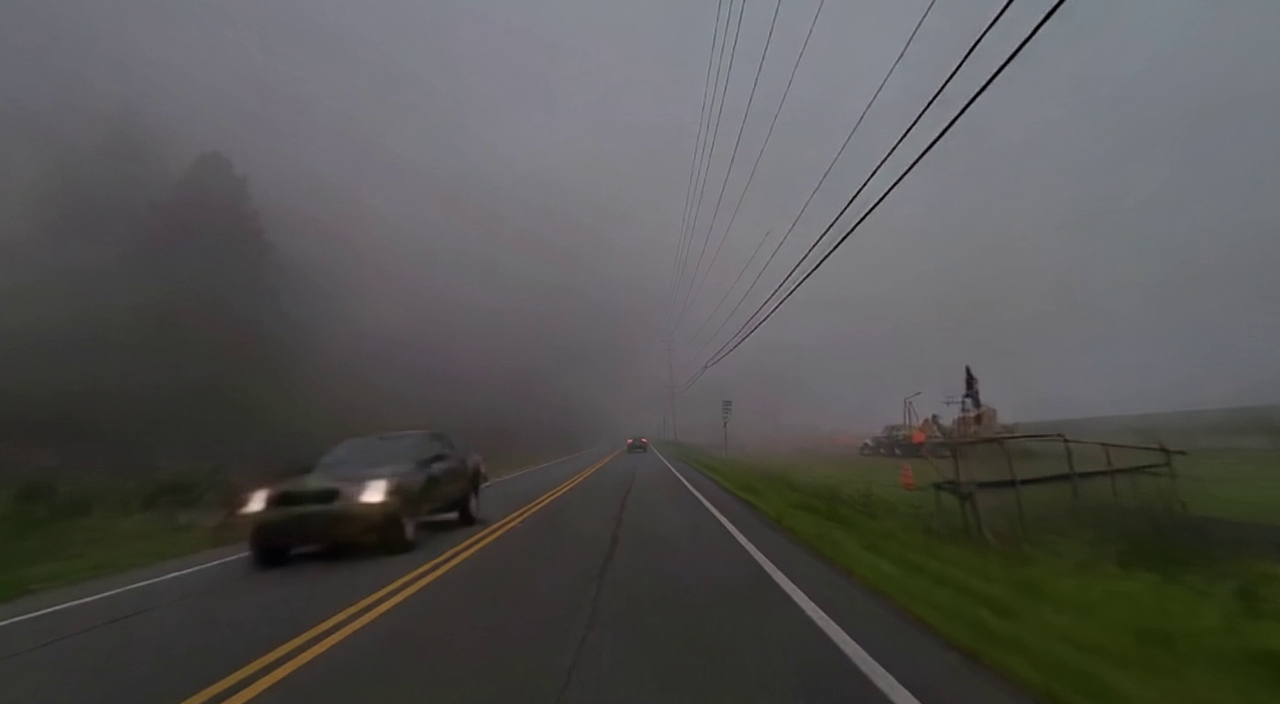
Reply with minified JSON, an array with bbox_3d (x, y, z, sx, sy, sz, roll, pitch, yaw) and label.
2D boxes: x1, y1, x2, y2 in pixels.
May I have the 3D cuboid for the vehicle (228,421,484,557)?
[{"bbox_3d":[-3.940,1.963,9.722,2.020,1.631,4.054,0,-9,0],"label":"vehicle"}]
